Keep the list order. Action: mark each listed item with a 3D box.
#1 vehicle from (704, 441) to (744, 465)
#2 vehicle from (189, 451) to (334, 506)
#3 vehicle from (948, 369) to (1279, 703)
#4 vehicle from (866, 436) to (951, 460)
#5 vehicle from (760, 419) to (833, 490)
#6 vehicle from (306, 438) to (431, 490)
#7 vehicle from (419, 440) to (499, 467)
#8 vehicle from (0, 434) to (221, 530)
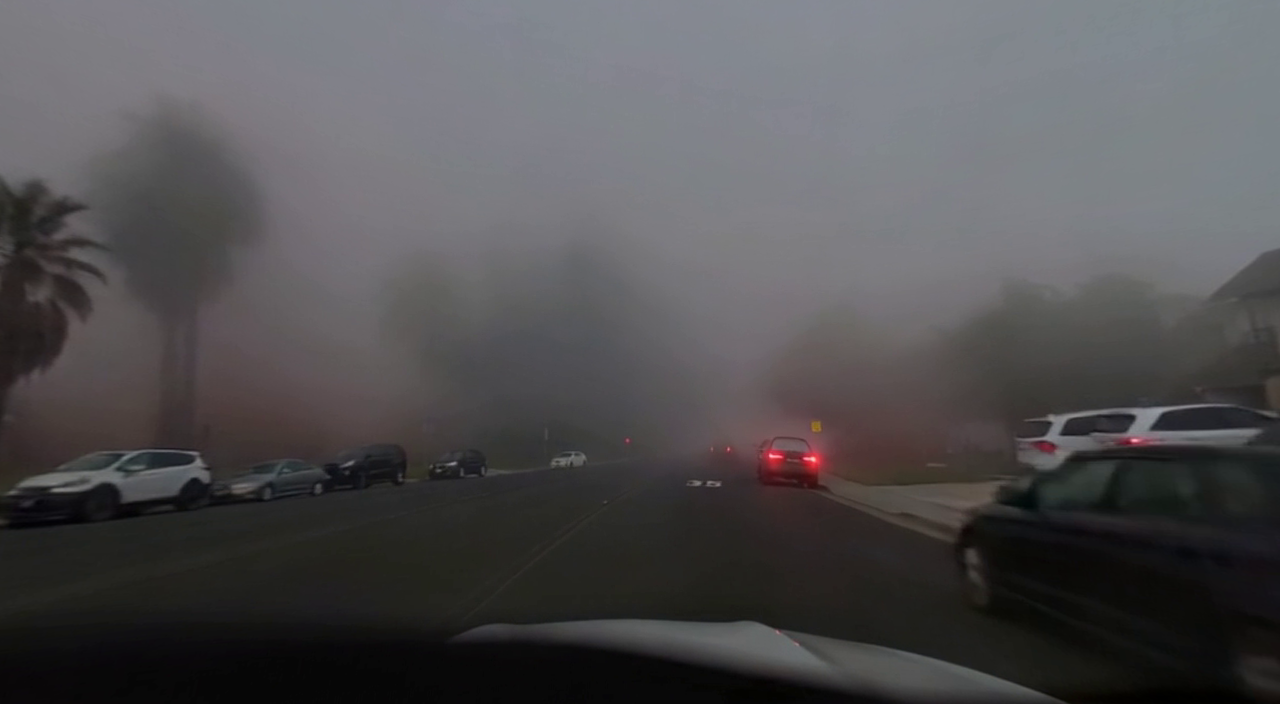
[{"bbox_3d":[5.470,6.503,40.770,2.035,1.474,4.284,-2,-9,14],"label":"vehicle"},{"bbox_3d":[-12.391,4.116,21.098,1.786,1.488,4.518,-5,-9,6],"label":"vehicle"},{"bbox_3d":[3.666,1.047,3.317,2.043,1.692,4.581,0,-9,4],"label":"vehicle"},{"bbox_3d":[17.991,6.433,42.485,4.923,1.521,1.811,-1,-9,10],"label":"vehicle"},{"bbox_3d":[5.670,3.767,23.455,2.326,2.257,4.635,0,-8,10],"label":"vehicle"},{"bbox_3d":[-11.400,4.758,27.209,2.051,1.957,5.968,-2,-9,8],"label":"vehicle"},{"bbox_3d":[-13.023,7.315,45.480,5.205,1.792,1.969,-4,-10,15],"label":"vehicle"},{"bbox_3d":[-13.027,3.029,15.418,2.081,1.948,4.821,0,-9,3],"label":"vehicle"}]
